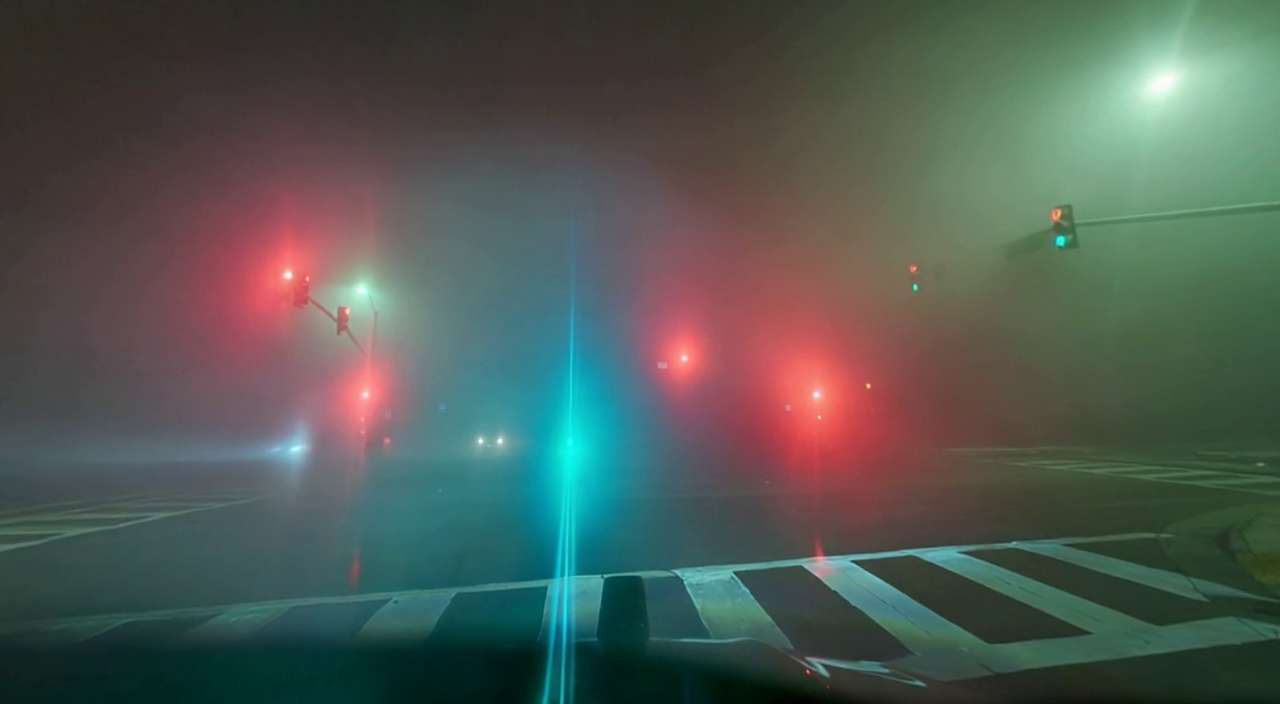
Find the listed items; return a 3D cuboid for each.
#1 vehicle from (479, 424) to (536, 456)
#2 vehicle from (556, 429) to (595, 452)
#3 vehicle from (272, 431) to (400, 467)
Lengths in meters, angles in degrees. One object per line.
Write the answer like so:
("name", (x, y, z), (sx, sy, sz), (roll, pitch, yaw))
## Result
("vehicle", (-8.368, 5.664, 40.376), (2.000, 1.864, 5.044), (-1, -9, 7))
("vehicle", (-4.402, 6.168, 43.767), (1.919, 1.467, 4.086), (-1, -9, 5))
("vehicle", (-12.863, 4.139, 26.943), (4.510, 1.431, 1.884), (1, -9, -10))
